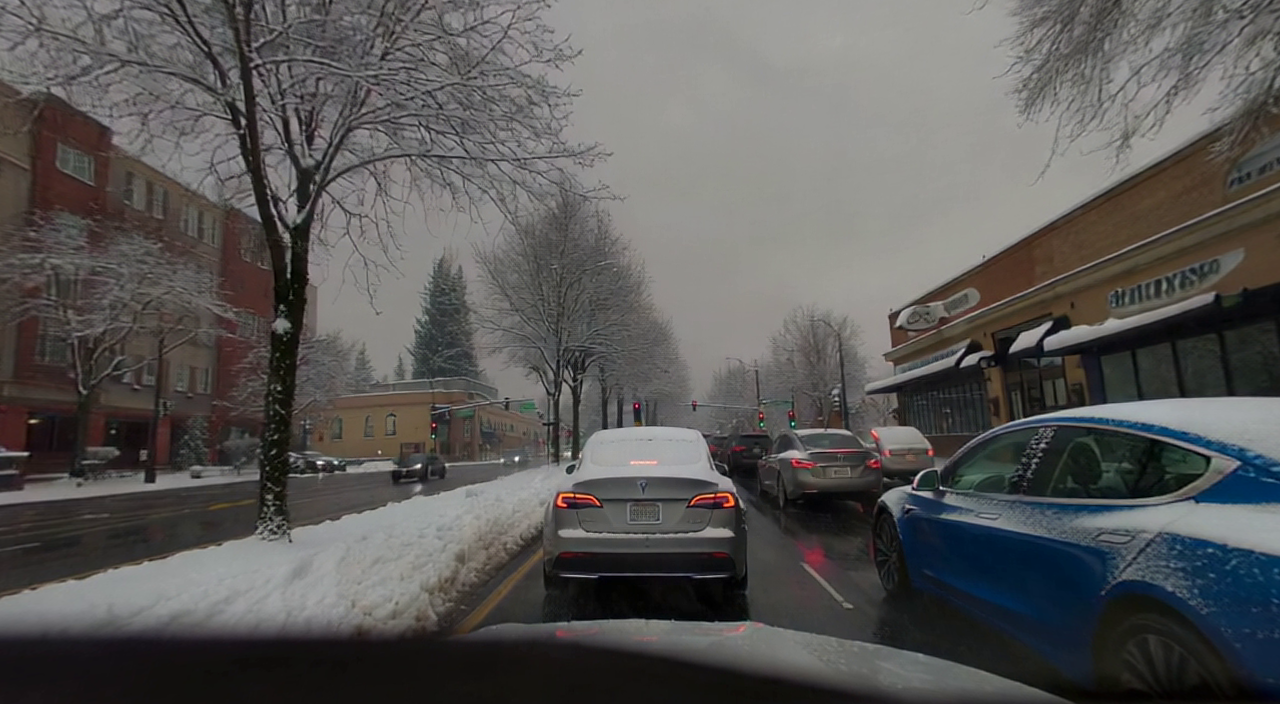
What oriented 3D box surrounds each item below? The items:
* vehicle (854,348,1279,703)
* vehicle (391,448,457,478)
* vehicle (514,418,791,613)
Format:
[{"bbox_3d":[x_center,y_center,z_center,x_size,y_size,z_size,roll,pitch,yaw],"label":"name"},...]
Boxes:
[{"bbox_3d":[3.183,1.098,4.046,2.038,1.651,4.455,0,-8,0],"label":"vehicle"},{"bbox_3d":[-11.588,5.988,34.191,1.892,1.479,4.355,-1,-8,2],"label":"vehicle"},{"bbox_3d":[0.105,1.558,6.916,2.137,1.488,3.938,0,-8,0],"label":"vehicle"}]
